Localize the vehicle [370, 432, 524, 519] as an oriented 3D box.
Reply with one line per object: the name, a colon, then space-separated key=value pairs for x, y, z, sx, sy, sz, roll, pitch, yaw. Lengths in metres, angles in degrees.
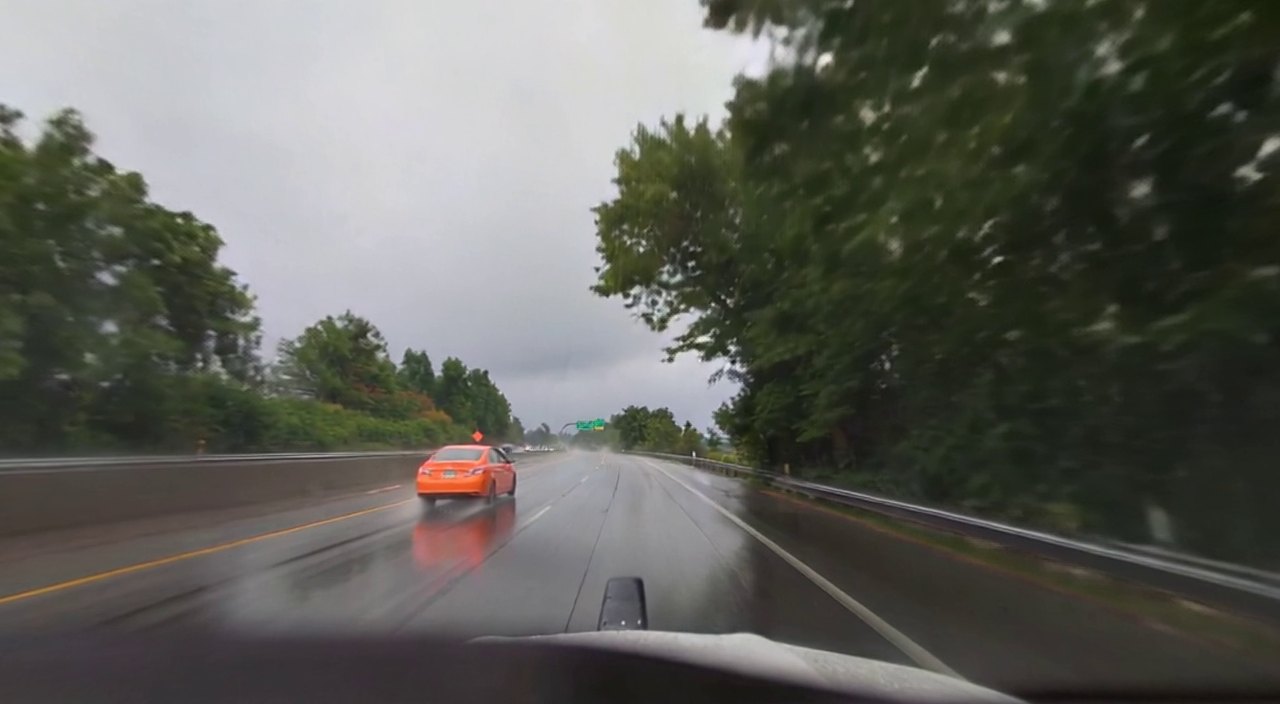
vehicle: x=-3.808 y=2.506 z=13.242 sx=1.990 sy=1.532 sz=3.911 roll=0 pitch=-9 yaw=0
